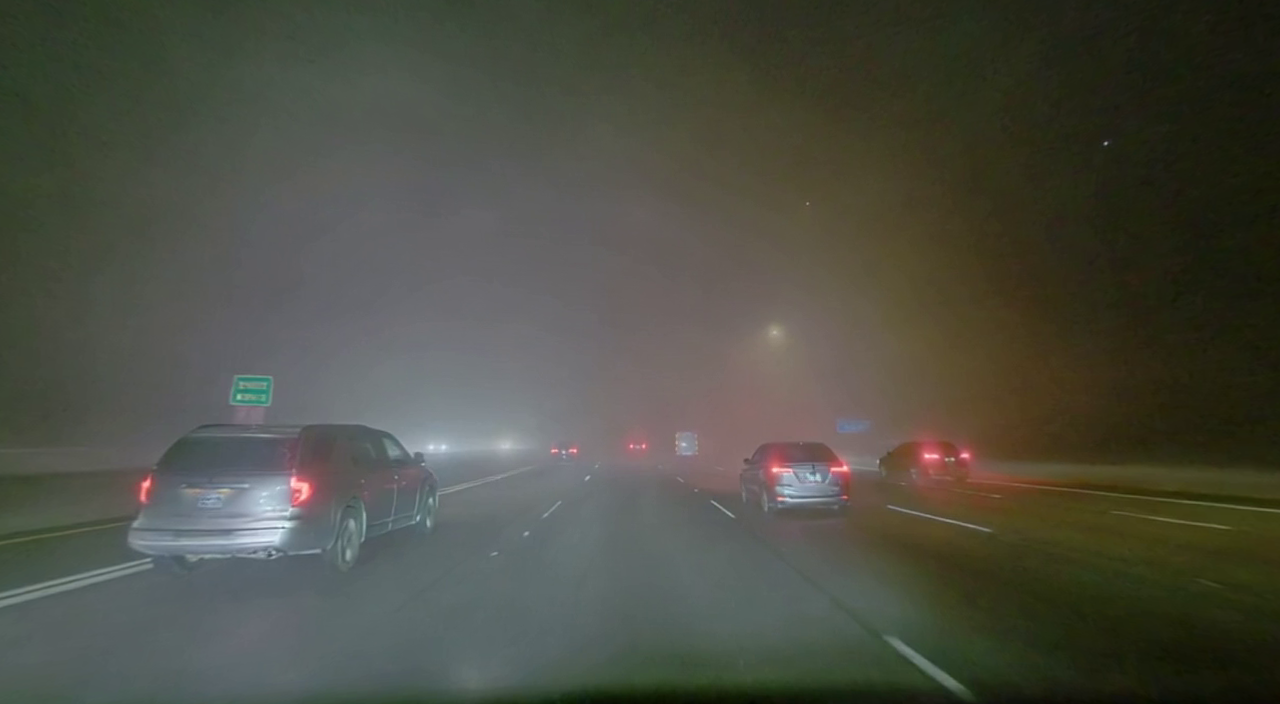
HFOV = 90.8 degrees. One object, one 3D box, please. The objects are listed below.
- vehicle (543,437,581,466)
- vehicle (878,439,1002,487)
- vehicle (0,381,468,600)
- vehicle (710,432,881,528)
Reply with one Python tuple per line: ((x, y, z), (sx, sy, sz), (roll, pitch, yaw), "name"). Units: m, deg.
((-5.148, 6.658, 42.331), (2.149, 1.843, 4.348), (0, -9, -2), "vehicle")
((10.310, 3.844, 22.128), (2.105, 1.496, 4.393), (0, -9, -1), "vehicle")
((-4.461, 1.595, 8.297), (2.684, 1.839, 5.803), (0, -9, 1), "vehicle")
((2.735, 2.364, 12.305), (2.053, 1.510, 4.400), (0, -9, -2), "vehicle")
